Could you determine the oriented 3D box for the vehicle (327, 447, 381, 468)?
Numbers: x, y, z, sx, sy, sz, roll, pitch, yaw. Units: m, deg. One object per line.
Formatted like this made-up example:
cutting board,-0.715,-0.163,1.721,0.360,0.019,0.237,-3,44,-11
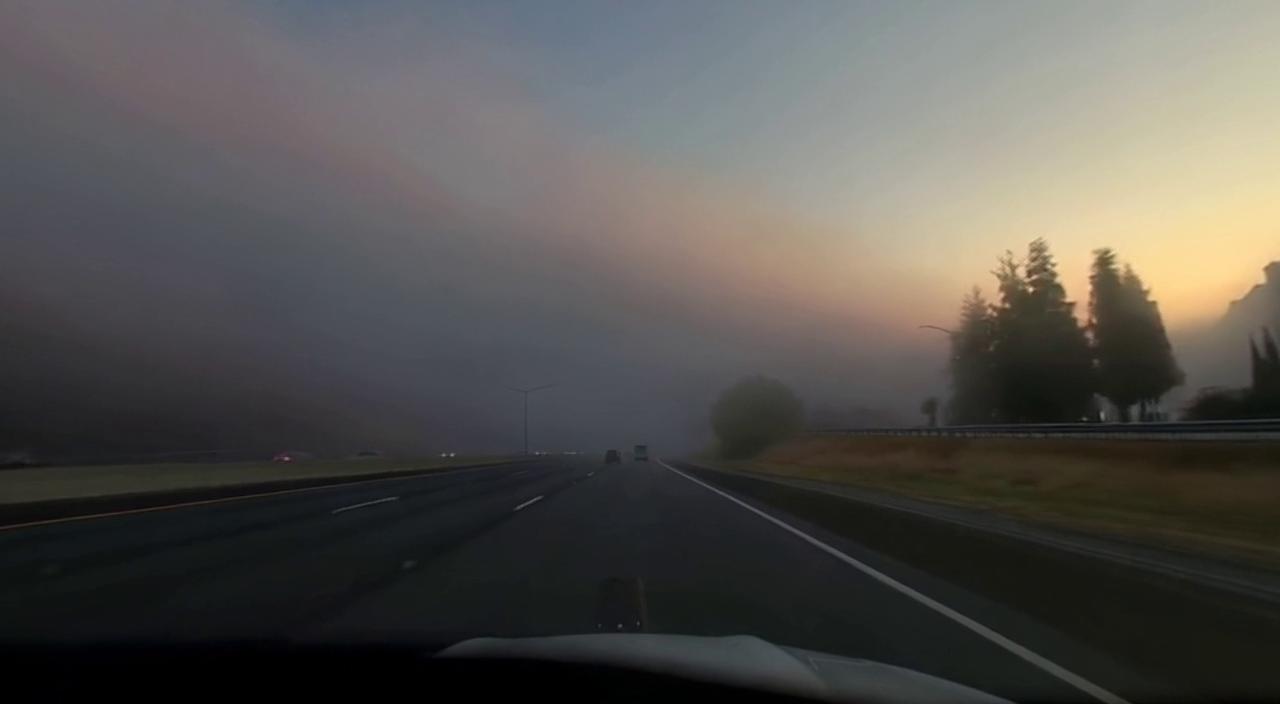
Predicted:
vehicle,-21.679,8.022,48.098,1.826,1.466,4.630,-1,-9,1
